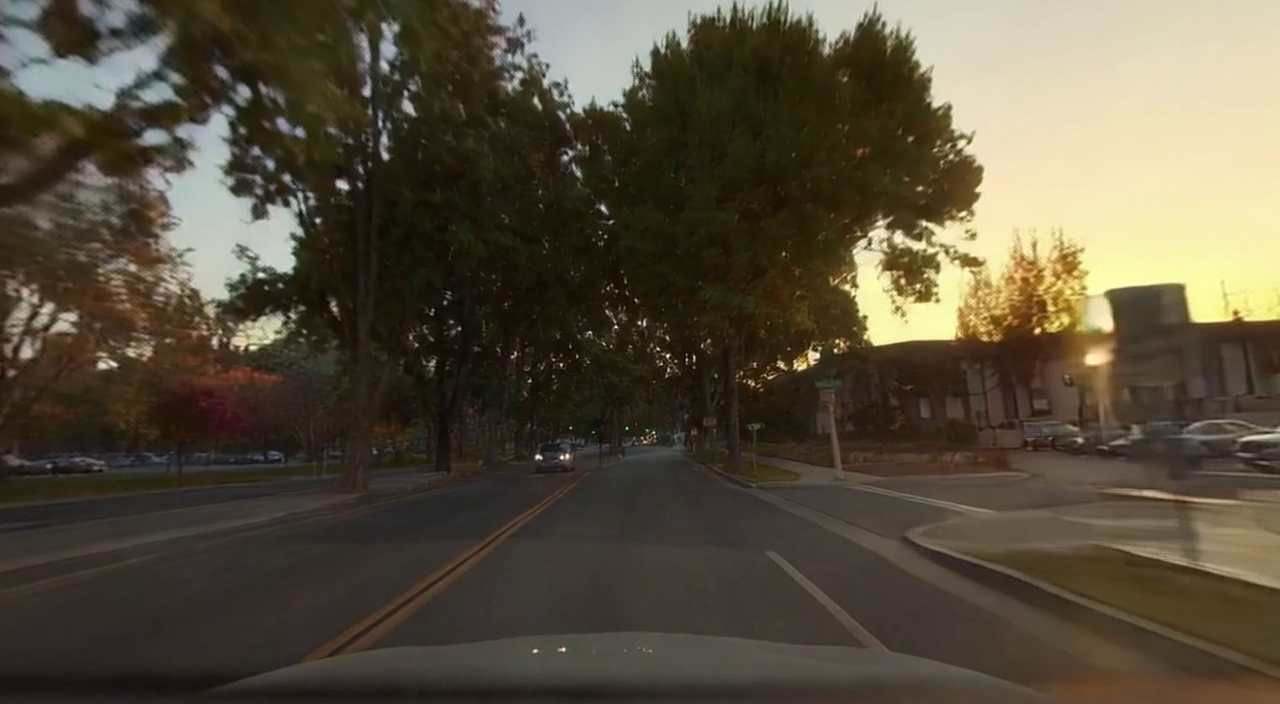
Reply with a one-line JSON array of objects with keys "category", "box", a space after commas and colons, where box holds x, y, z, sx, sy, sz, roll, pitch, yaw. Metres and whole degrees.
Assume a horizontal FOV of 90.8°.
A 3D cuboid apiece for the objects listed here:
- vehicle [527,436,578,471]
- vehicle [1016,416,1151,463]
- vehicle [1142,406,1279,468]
[{"category": "vehicle", "box": [-5.274, 6.172, 38.733, 2.252, 1.936, 5.538, -1, -8, 1]}, {"category": "vehicle", "box": [20.643, 4.130, 29.595, 4.593, 1.776, 2.094, -4, -9, 0]}, {"category": "vehicle", "box": [20.735, 2.916, 21.979, 4.526, 1.840, 2.161, -4, -9, 0]}]
